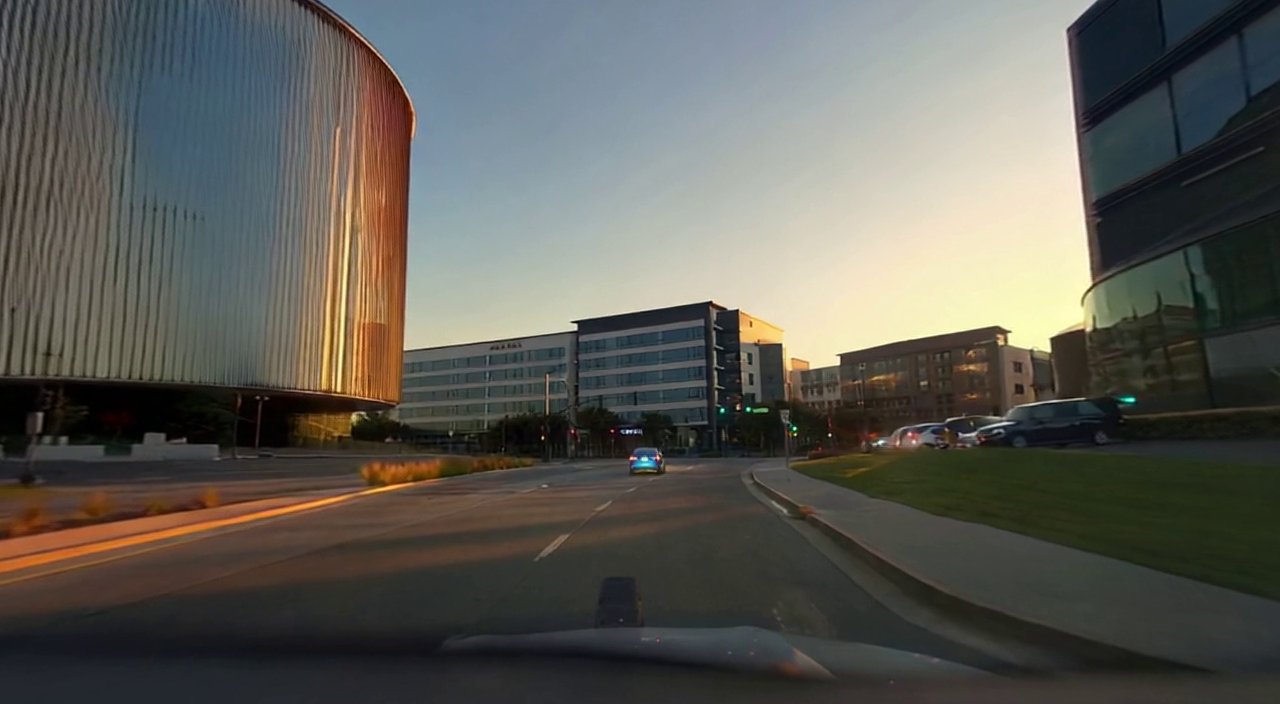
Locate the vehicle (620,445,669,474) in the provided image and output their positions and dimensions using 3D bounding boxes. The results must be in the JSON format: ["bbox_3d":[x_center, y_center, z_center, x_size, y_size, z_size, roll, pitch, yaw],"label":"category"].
[{"bbox_3d":[0.335,6.030,35.543,1.971,1.486,4.380,-2,-9,11],"label":"vehicle"}]

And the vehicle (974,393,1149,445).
[{"bbox_3d":[14.653,2.402,22.139,4.586,1.716,1.992,-1,-9,5],"label":"vehicle"}]
